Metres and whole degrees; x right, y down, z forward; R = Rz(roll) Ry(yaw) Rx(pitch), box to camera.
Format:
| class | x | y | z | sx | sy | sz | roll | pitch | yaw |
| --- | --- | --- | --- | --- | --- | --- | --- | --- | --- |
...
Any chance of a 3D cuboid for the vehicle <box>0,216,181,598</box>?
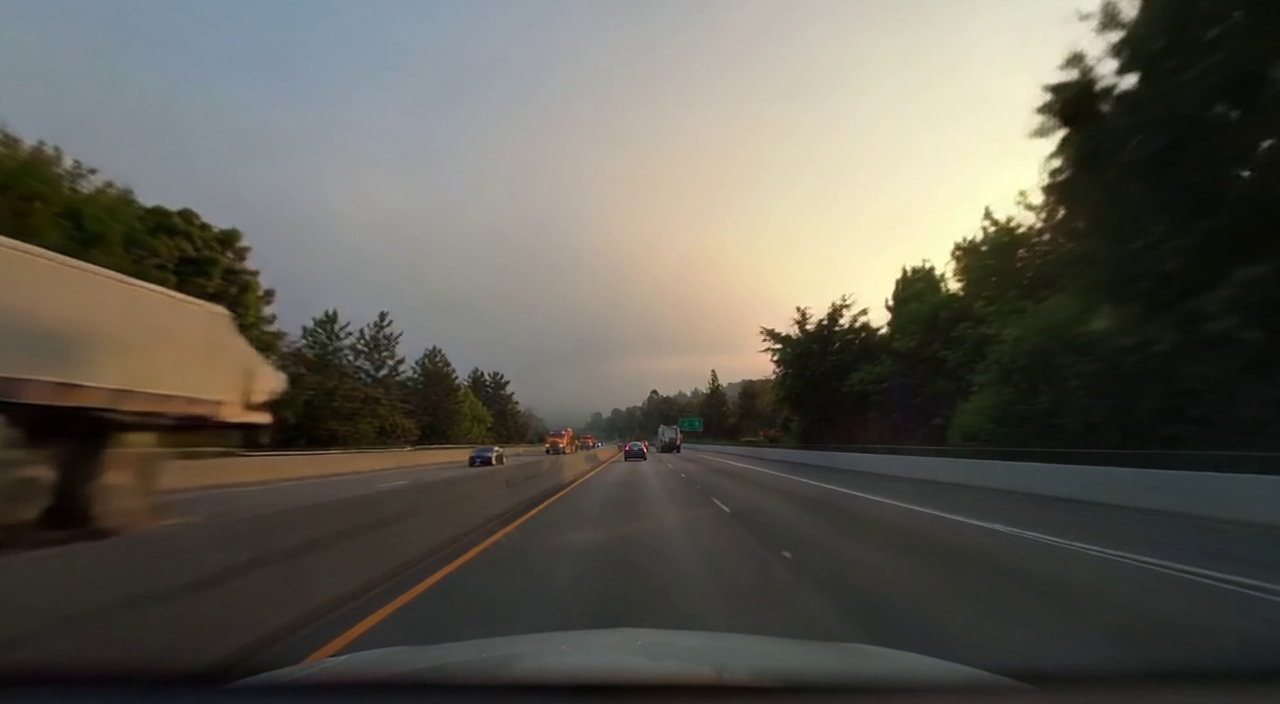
| class | x | y | z | sx | sy | sz | roll | pitch | yaw |
| --- | --- | --- | --- | --- | --- | --- | --- | --- | --- |
| vehicle | -8.263 | 0.288 | 4.116 | 3.129 | 4.014 | 10.246 | -4 | -8 | -2 |

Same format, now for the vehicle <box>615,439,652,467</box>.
| class | x | y | z | sx | sy | sz | roll | pitch | yaw |
| --- | --- | --- | --- | --- | --- | --- | --- | --- | --- |
| vehicle | -0.361 | 5.744 | 36.013 | 2.004 | 1.472 | 4.075 | 0 | -8 | -1 |
